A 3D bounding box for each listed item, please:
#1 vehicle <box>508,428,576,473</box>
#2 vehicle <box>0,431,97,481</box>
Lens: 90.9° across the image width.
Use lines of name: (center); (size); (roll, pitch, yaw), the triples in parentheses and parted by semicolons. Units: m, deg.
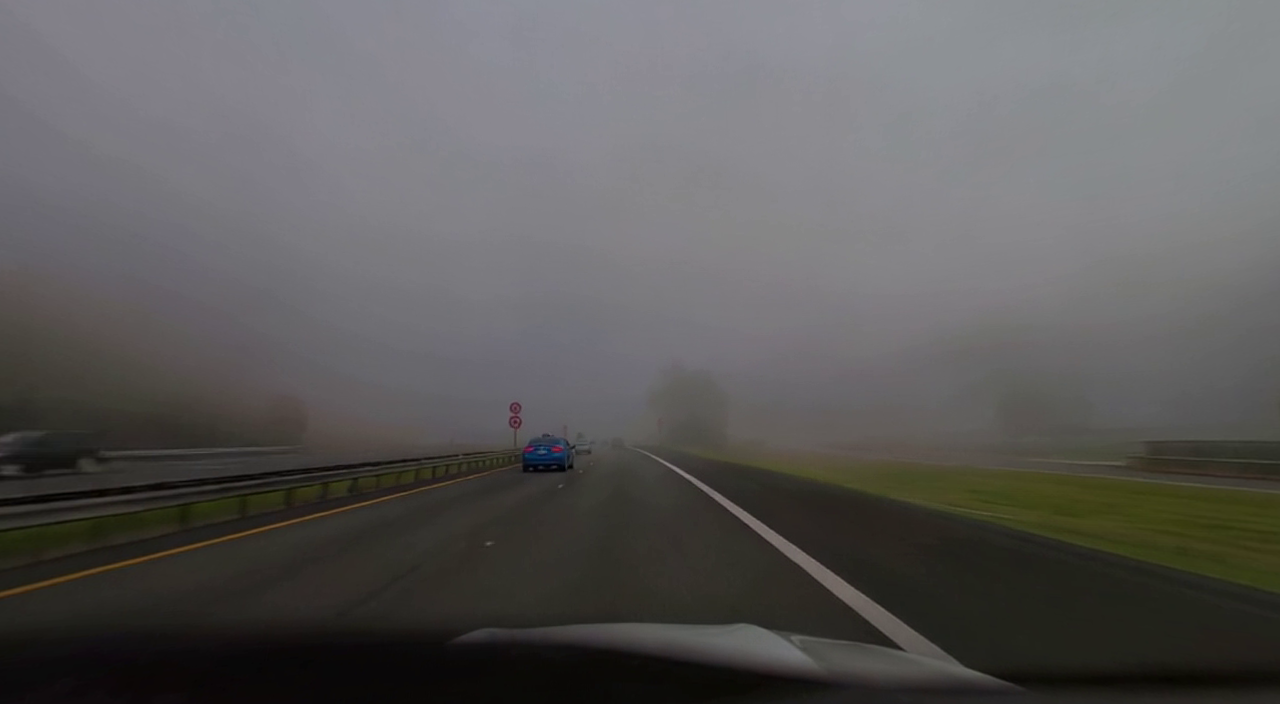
vehicle: (-3.846, 3.914, 25.497); (2.047, 1.612, 4.631); (0, -7, -1)
vehicle: (-19.259, 3.119, 19.087); (1.892, 1.435, 4.234); (0, -7, -1)
